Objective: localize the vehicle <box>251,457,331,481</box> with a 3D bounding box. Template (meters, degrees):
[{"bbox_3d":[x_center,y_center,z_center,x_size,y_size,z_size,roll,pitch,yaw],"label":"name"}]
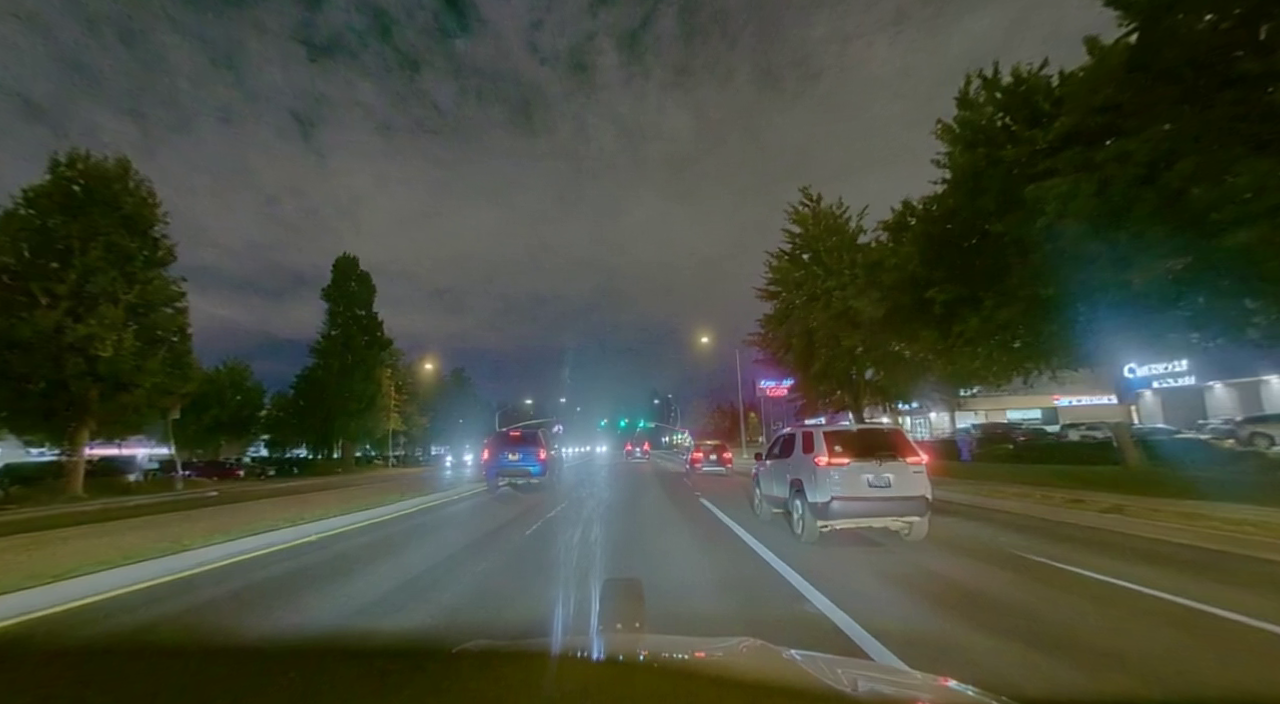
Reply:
[{"bbox_3d":[-23.993,8.023,43.494,4.607,1.481,1.915,5,-10,-33],"label":"vehicle"}]

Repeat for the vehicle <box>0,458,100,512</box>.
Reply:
[{"bbox_3d":[-22.361,4.791,22.770,1.836,1.696,4.517,-4,-9,-1],"label":"vehicle"}]

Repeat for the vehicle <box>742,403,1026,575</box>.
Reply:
[{"bbox_3d":[2.825,1.700,8.621,2.018,1.719,4.369,0,-8,-1],"label":"vehicle"}]

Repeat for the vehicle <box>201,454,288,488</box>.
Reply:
[{"bbox_3d":[-22.242,6.684,35.778,1.908,1.711,4.461,0,-8,1],"label":"vehicle"}]

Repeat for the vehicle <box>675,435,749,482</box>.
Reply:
[{"bbox_3d":[2.641,4.079,24.486,2.174,1.596,4.779,0,-8,-2],"label":"vehicle"}]

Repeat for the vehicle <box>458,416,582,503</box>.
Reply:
[{"bbox_3d":[-3.083,2.931,17.644,2.368,2.037,5.319,0,-8,0],"label":"vehicle"}]

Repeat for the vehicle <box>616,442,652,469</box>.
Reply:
[{"bbox_3d":[-0.359,5.996,36.824,2.008,1.464,4.052,0,-8,-1],"label":"vehicle"}]

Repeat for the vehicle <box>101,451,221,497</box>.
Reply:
[{"bbox_3d":[-22.431,5.690,29.853,1.931,1.908,4.694,0,-8,0],"label":"vehicle"}]
